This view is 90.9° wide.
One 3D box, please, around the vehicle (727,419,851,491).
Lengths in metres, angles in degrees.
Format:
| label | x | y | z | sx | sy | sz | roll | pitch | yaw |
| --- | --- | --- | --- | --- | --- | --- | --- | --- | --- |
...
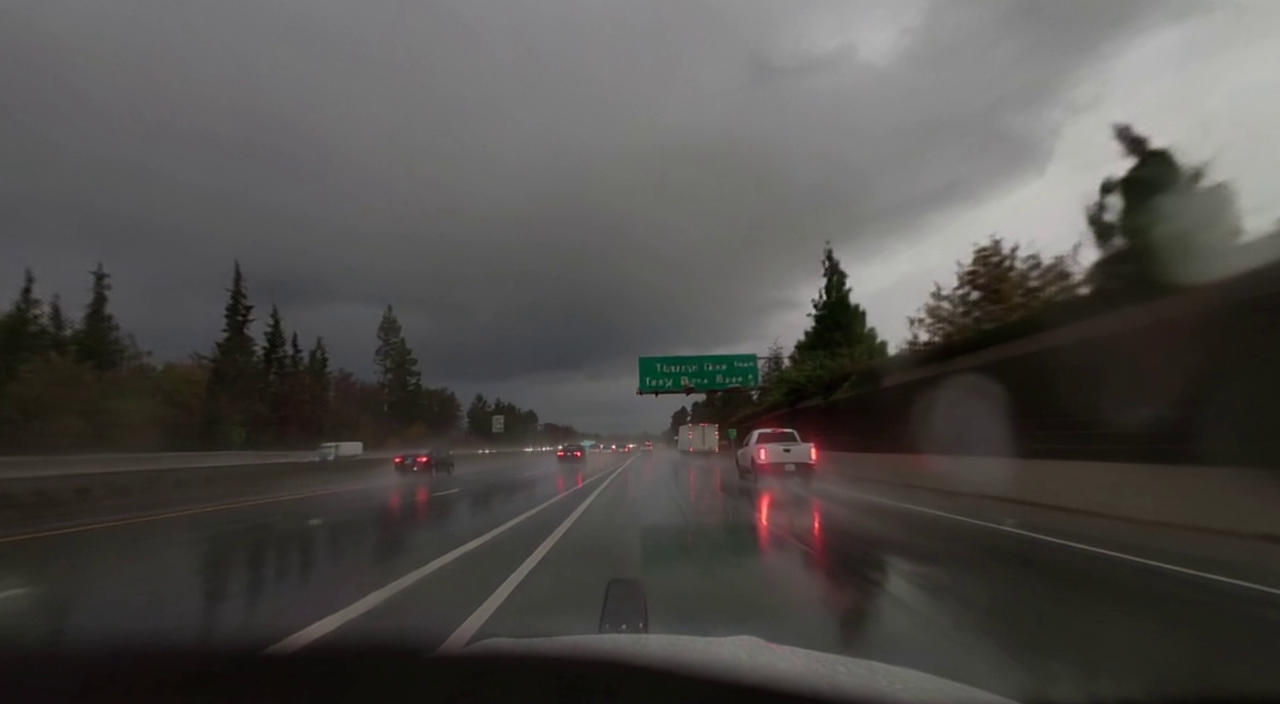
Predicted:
| label | x | y | z | sx | sy | sz | roll | pitch | yaw |
| --- | --- | --- | --- | --- | --- | --- | --- | --- | --- |
| vehicle | 4.497 | 3.292 | 20.441 | 2.355 | 1.930 | 6.633 | 0 | -8 | -1 |

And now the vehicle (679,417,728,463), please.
| label | x | y | z | sx | sy | sz | roll | pitch | yaw |
| --- | --- | --- | --- | --- | --- | --- | --- | --- | --- |
| vehicle | 4.524 | 6.464 | 46.243 | 2.732 | 3.052 | 7.118 | 0 | -8 | -1 |

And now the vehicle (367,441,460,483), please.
| label | x | y | z | sx | sy | sz | roll | pitch | yaw |
| --- | --- | --- | --- | --- | --- | --- | --- | --- | --- |
| vehicle | -8.682 | 4.217 | 24.625 | 1.899 | 1.465 | 4.589 | 0 | -8 | 0 |

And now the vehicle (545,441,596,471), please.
| label | x | y | z | sx | sy | sz | roll | pitch | yaw |
| --- | --- | --- | --- | --- | --- | --- | --- | --- | --- |
| vehicle | -3.537 | 5.374 | 32.802 | 1.981 | 1.473 | 4.317 | 0 | -8 | 2 |
